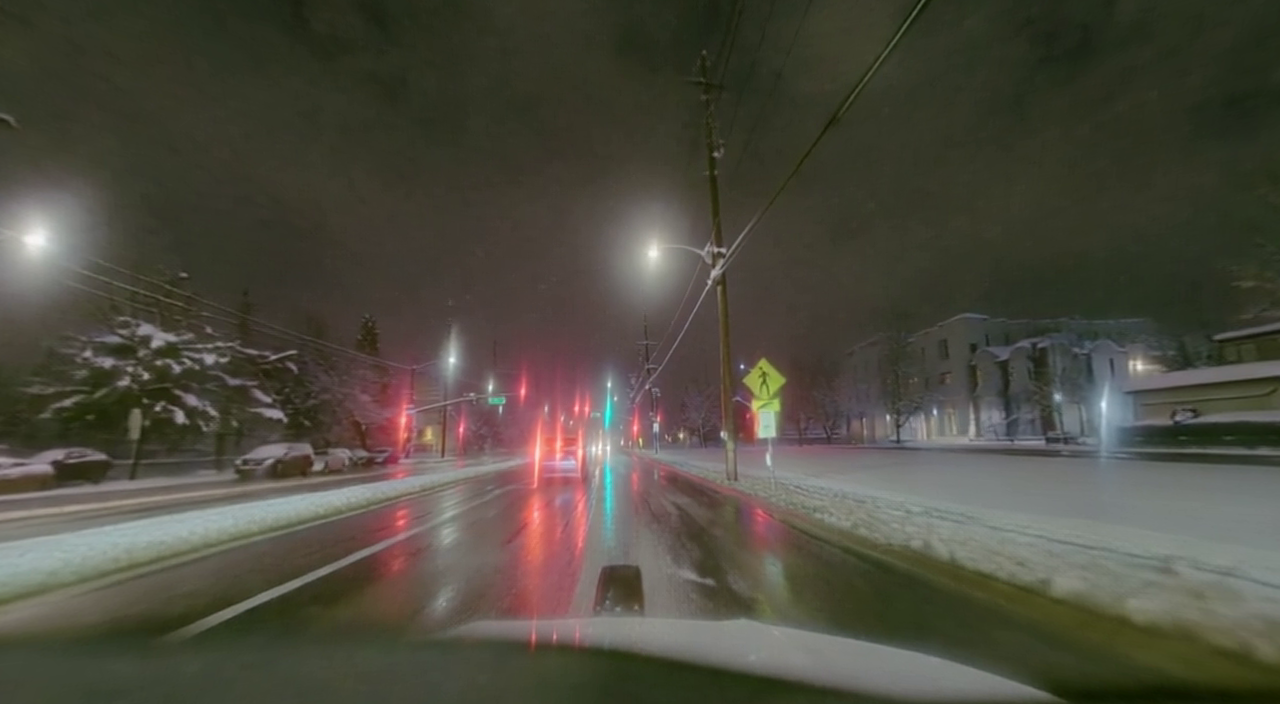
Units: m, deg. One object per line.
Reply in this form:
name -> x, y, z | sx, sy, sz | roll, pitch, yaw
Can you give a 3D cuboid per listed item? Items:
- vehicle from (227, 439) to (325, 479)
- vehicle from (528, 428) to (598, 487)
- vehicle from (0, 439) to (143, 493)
vehicle -> -21.630, 6.381, 37.963 | 2.369, 2.159, 6.388 | 0, -8, -3
vehicle -> -2.450, 3.481, 21.079 | 2.022, 1.757, 4.041 | 0, -8, -3
vehicle -> -27.091, 5.302, 29.399 | 5.928, 2.096, 2.250 | -3, -7, -3
